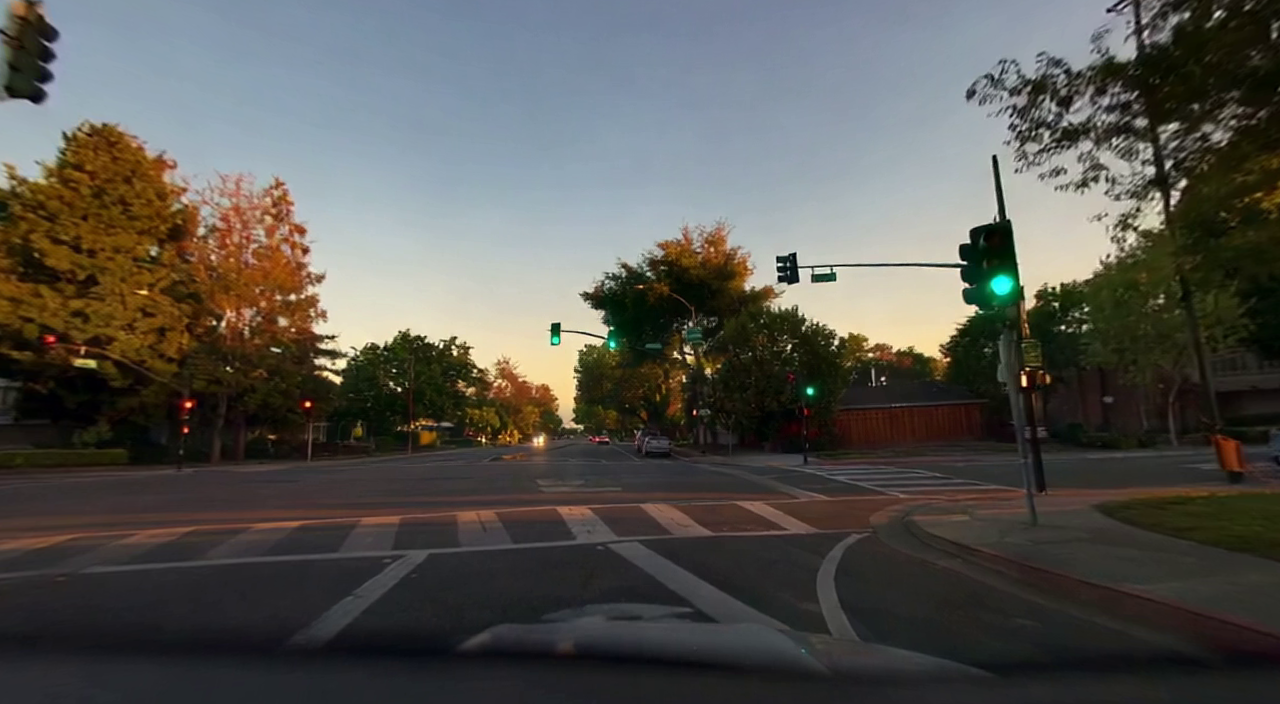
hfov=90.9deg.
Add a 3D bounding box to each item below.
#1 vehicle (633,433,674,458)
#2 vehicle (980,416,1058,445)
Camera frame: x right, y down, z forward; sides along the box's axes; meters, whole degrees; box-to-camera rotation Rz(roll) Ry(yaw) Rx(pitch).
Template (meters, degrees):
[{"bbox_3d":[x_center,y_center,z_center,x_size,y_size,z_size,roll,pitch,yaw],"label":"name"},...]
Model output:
[{"bbox_3d":[0.764,5.842,39.486,2.149,1.507,4.160,1,-8,-5],"label":"vehicle"},{"bbox_3d":[24.457,5.147,40.870,2.028,1.595,4.554,1,-10,-3],"label":"vehicle"}]
